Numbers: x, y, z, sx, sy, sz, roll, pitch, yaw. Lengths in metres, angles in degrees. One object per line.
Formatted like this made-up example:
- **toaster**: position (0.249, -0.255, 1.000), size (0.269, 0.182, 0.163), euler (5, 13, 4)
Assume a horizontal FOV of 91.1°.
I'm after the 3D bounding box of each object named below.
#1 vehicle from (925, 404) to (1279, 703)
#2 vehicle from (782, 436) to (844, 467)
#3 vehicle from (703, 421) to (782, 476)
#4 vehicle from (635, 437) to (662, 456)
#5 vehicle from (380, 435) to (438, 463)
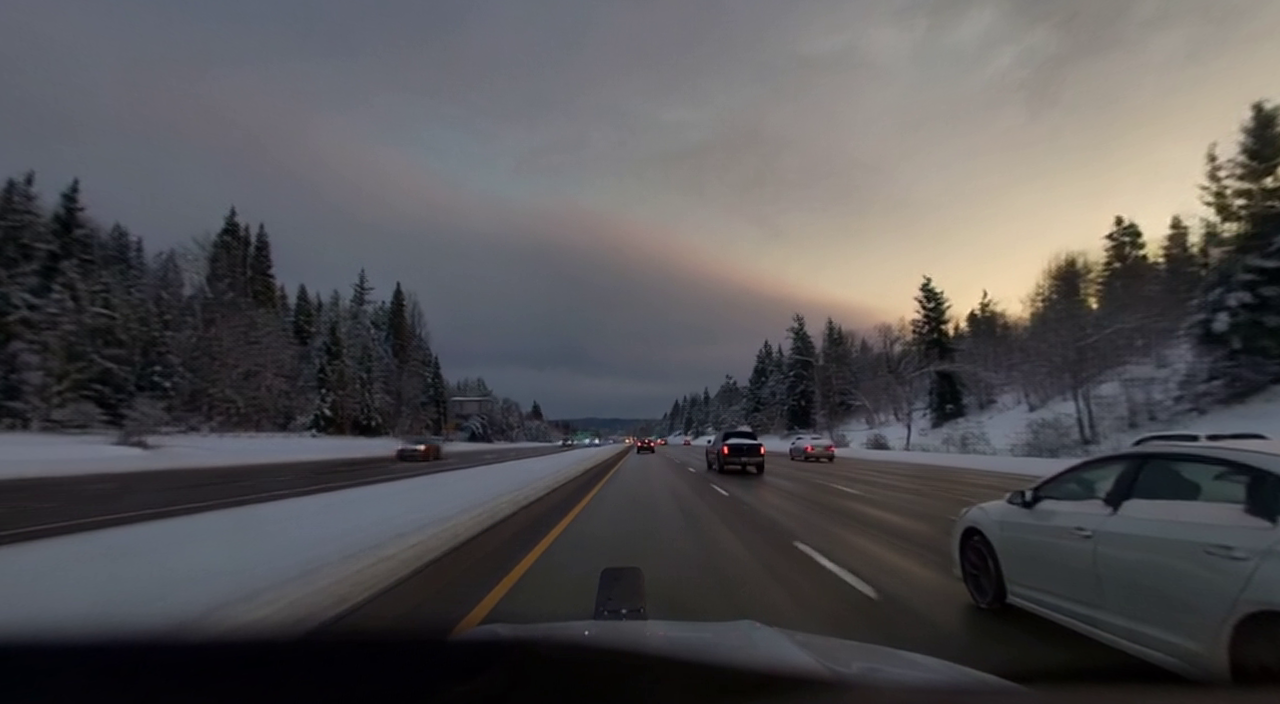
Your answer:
- **vehicle**: position (3.372, 1.003, 2.886), size (1.904, 1.453, 4.789), euler (0, -8, 0)
- **vehicle**: position (9.031, 5.230, 33.150), size (2.002, 1.500, 4.715), euler (0, -8, 1)
- **vehicle**: position (3.900, 3.816, 25.015), size (2.206, 1.902, 5.460), euler (0, -8, 0)
- **vehicle**: position (0.643, 7.482, 49.827), size (2.052, 1.472, 4.295), euler (0, -8, 0)
- **vehicle**: position (-14.618, 6.156, 39.945), size (1.953, 1.633, 4.404), euler (0, -8, 1)
